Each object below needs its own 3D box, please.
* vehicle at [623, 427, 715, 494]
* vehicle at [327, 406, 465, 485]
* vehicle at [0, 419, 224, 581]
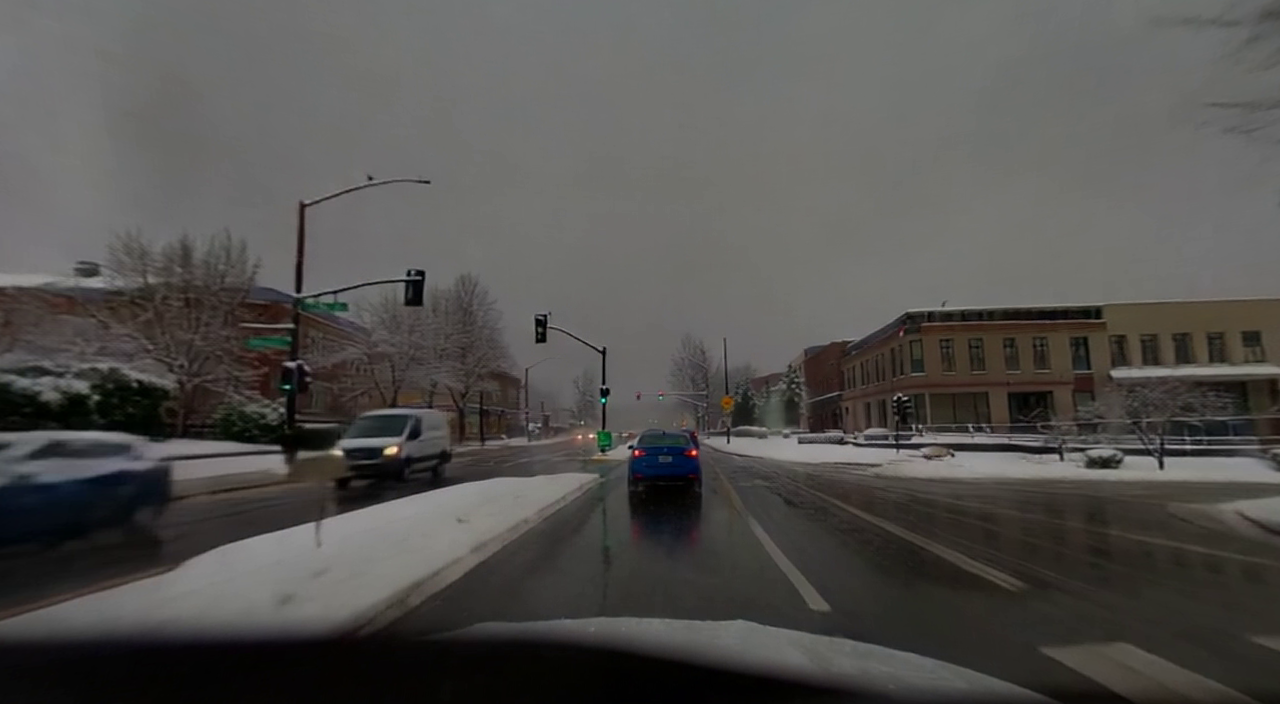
[{"bbox_3d":[0.687,2.552,15.460,1.950,1.401,4.159,0,-7,2],"label":"vehicle"},{"bbox_3d":[-7.091,2.755,18.959,2.310,2.045,4.763,0,-7,-1],"label":"vehicle"},{"bbox_3d":[-6.957,1.502,6.869,1.884,1.509,4.416,0,-7,-2],"label":"vehicle"}]
